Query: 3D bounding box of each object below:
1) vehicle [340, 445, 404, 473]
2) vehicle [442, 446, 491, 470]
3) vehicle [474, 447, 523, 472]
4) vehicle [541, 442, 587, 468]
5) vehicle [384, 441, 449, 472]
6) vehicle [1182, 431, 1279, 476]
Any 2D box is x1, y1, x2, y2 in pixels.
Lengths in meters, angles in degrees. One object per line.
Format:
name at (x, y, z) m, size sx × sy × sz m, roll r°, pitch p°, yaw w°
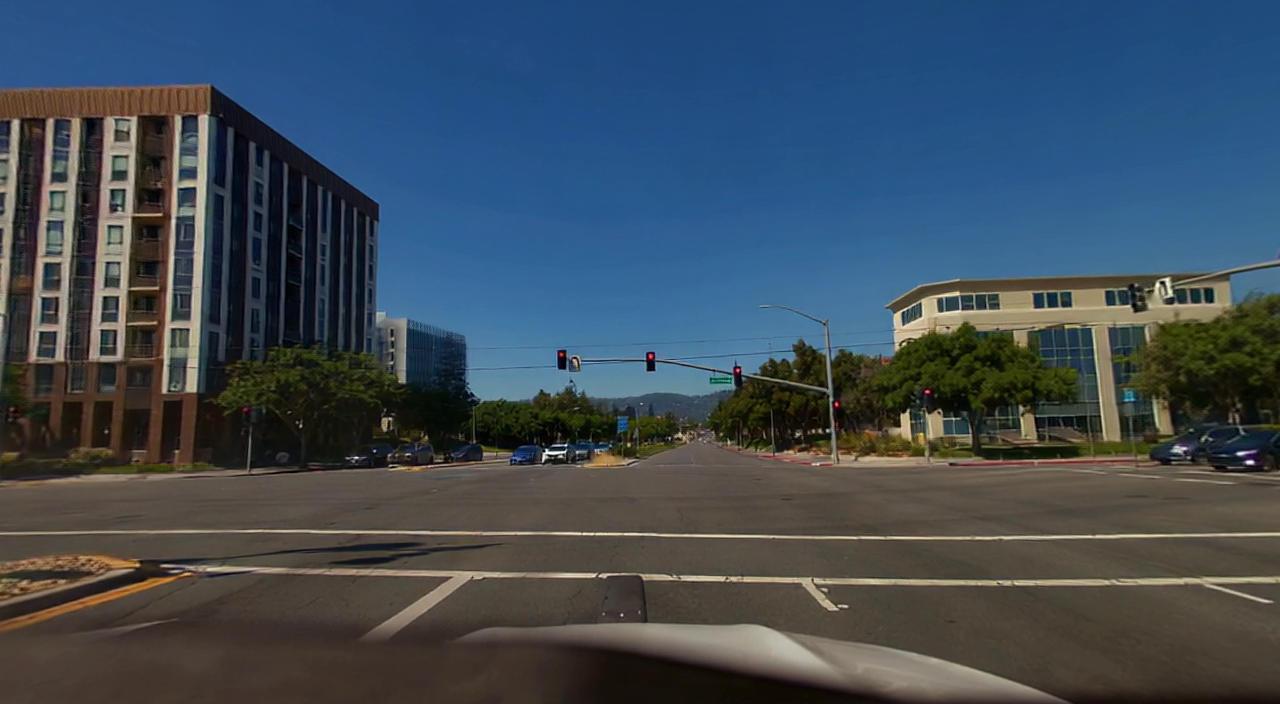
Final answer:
vehicle at (-18.568, 7.411, 44.076) m, size 2.237 × 1.842 × 5.116 m, roll 0°, pitch -9°, yaw 0°
vehicle at (-11.683, 7.147, 42.770) m, size 2.003 × 1.476 × 4.297 m, roll -1°, pitch -9°, yaw 1°
vehicle at (-8.028, 6.131, 36.195) m, size 1.910 × 1.288 × 4.093 m, roll 0°, pitch -9°, yaw 0°
vehicle at (-4.596, 6.295, 38.754) m, size 2.109 × 1.461 × 4.637 m, roll -1°, pitch -9°, yaw 2°
vehicle at (-15.156, 7.124, 43.249) m, size 2.340 × 1.946 × 5.450 m, roll -1°, pitch -9°, yaw 1°
vehicle at (22.313, 3.572, 22.367) m, size 4.474 × 1.477 × 1.908 m, roll 0°, pitch -9°, yaw -3°
